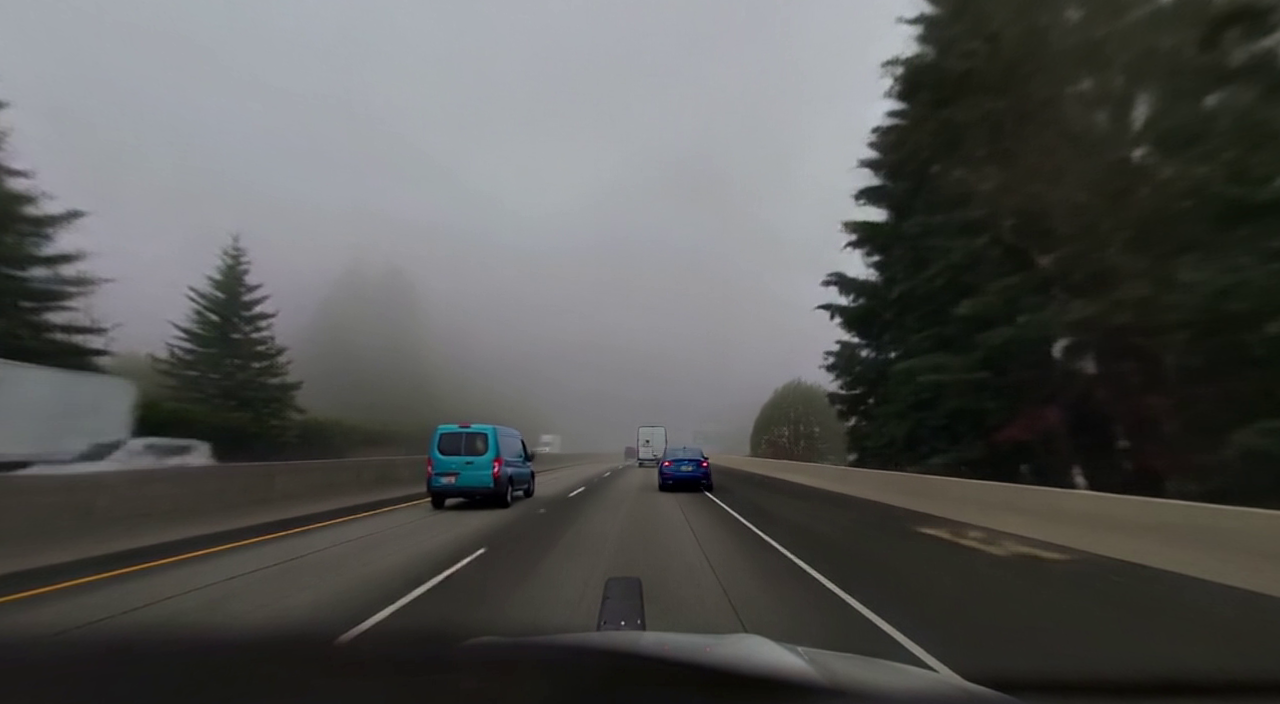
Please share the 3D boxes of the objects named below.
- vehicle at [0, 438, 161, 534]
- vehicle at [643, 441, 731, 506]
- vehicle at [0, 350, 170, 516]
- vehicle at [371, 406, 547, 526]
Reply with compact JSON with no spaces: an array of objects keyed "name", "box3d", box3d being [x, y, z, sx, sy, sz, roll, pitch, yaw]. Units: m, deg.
[{"name":"vehicle","box3d":[-12.614,2.661,12.886,1.984,1.727,4.551,0,-9,0]},{"name":"vehicle","box3d":[1.101,3.120,16.559,2.012,1.485,3.649,0,-9,0]},{"name":"vehicle","box3d":[-17.402,1.681,13.518,2.897,4.077,15.052,0,-9,1]},{"name":"vehicle","box3d":[-3.483,2.343,13.387,2.217,2.033,4.975,0,-9,0]}]
